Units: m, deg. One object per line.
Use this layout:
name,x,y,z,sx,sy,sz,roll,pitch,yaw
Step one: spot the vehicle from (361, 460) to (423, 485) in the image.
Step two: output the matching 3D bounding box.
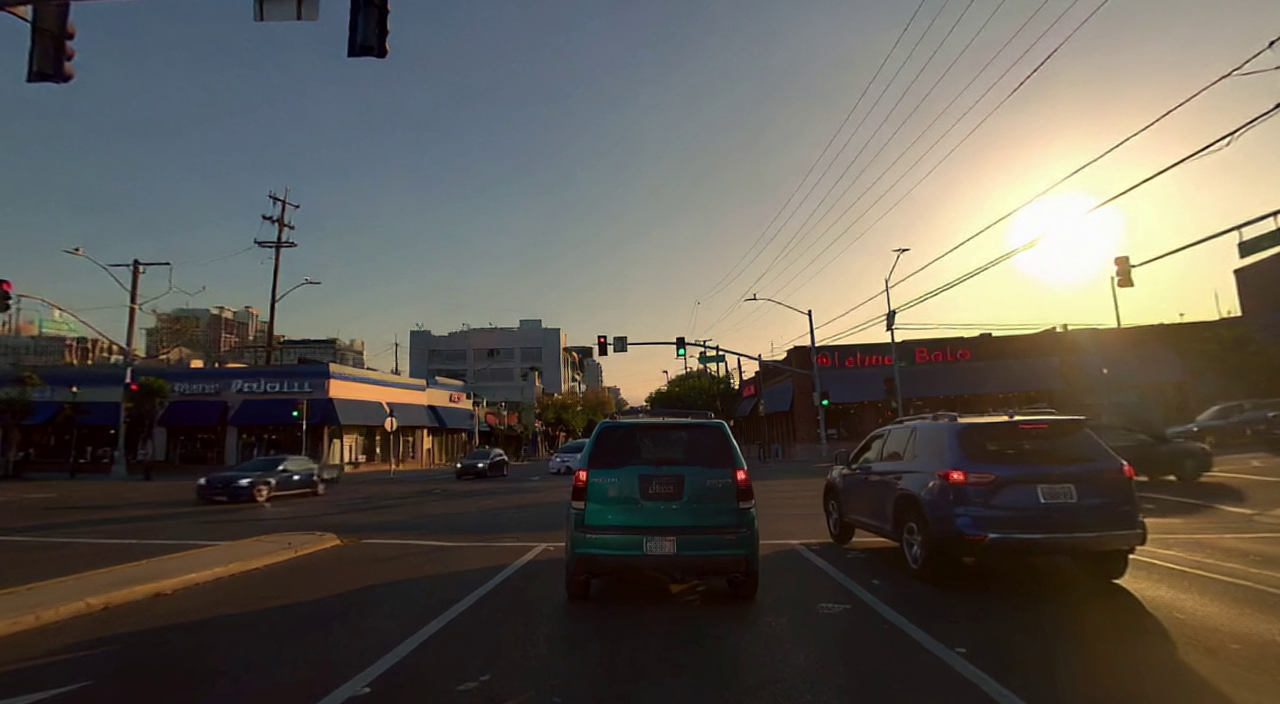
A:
vehicle,-16.209,7.852,41.457,1.872,1.433,4.404,-1,-8,6

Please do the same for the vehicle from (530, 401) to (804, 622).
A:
vehicle,0.261,1.503,6.816,2.098,1.682,3.778,0,-8,2

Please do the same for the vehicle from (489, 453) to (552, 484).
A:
vehicle,-6.202,6.095,33.263,2.017,1.468,4.663,-1,-8,5

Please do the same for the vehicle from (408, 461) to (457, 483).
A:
vehicle,-15.486,8.956,47.265,1.875,1.475,4.449,-1,-8,5

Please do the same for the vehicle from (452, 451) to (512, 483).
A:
vehicle,-9.447,6.905,38.201,2.029,1.776,4.711,-1,-8,6

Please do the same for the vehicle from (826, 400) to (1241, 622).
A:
vehicle,3.612,1.516,6.961,1.976,1.664,4.189,-1,-8,2

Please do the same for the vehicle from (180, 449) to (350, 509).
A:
vehicle,-10.706,3.624,18.532,1.911,1.461,4.691,-1,-8,4
